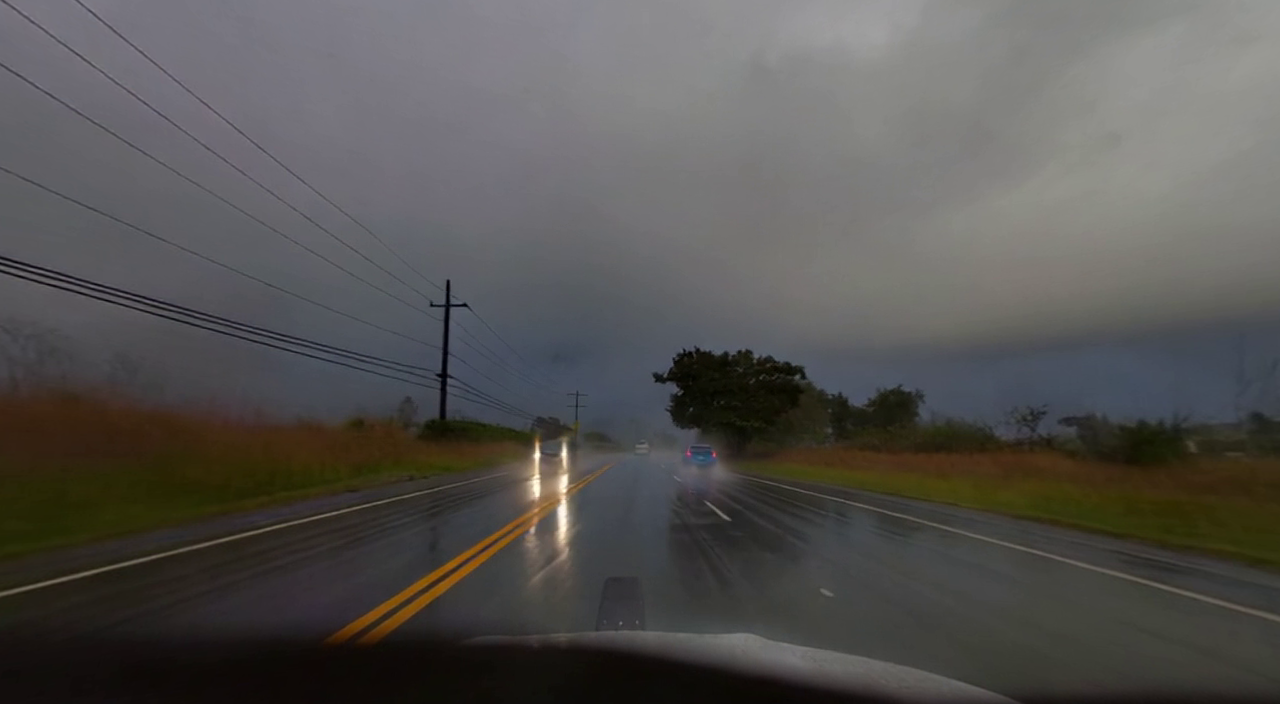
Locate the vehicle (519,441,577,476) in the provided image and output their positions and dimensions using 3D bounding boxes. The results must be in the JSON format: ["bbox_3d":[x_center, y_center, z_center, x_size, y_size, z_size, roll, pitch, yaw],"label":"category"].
[{"bbox_3d":[-4.224,4.971,29.630,2.022,1.506,4.438,0,-9,0],"label":"vehicle"}]

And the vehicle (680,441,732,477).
[{"bbox_3d":[3.273,5.393,32.091,2.135,1.692,4.185,0,-9,-1],"label":"vehicle"}]
